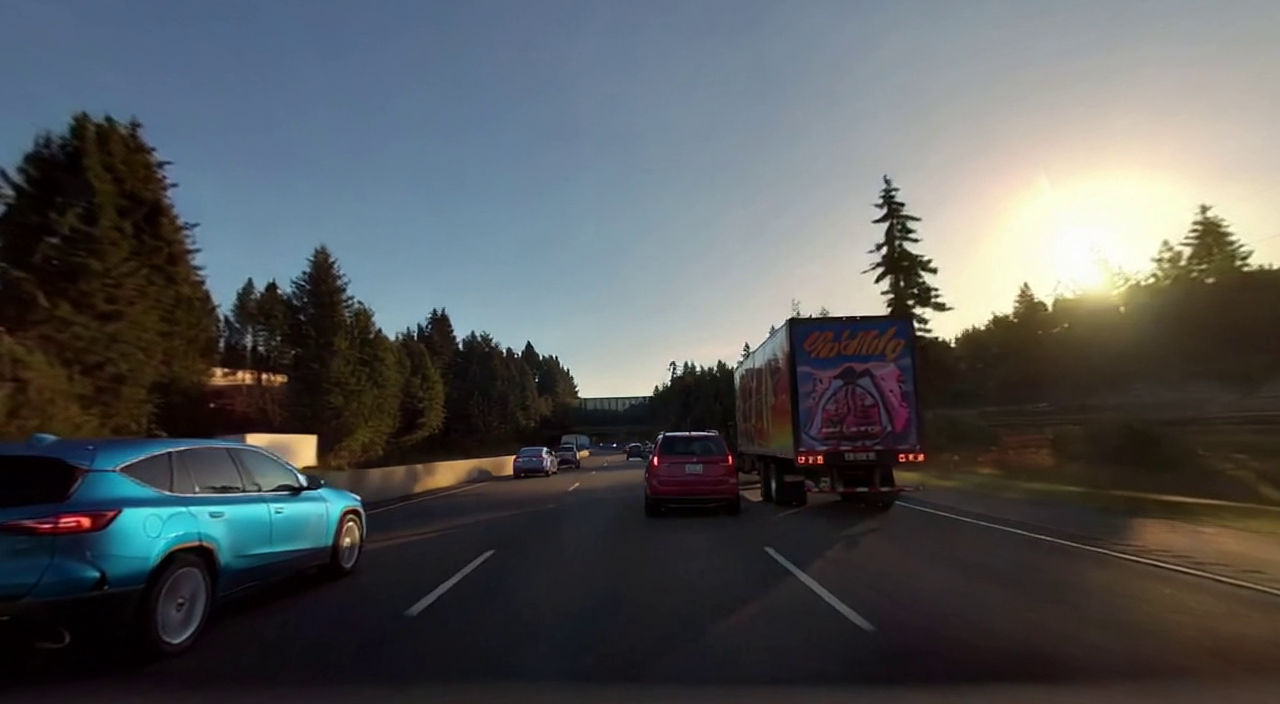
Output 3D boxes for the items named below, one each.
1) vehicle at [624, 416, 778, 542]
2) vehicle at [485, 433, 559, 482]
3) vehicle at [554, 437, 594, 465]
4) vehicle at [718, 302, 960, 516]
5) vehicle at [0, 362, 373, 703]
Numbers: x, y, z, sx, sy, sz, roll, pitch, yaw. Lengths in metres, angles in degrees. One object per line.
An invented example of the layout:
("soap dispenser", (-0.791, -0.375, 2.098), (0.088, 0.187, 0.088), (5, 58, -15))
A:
("vehicle", (0.768, 1.955, 10.249), (2.017, 1.662, 3.543), (0, -8, -2))
("vehicle", (-4.191, 3.809, 22.991), (1.905, 1.642, 3.803), (0, -8, 1))
("vehicle", (-4.156, 6.319, 40.307), (2.014, 1.683, 4.275), (0, -8, 1))
("vehicle", (4.627, 2.050, 19.060), (2.828, 4.081, 14.220), (0, -8, 1))
("vehicle", (-3.982, 1.131, 4.657), (1.983, 1.666, 4.452), (0, -8, 1))
